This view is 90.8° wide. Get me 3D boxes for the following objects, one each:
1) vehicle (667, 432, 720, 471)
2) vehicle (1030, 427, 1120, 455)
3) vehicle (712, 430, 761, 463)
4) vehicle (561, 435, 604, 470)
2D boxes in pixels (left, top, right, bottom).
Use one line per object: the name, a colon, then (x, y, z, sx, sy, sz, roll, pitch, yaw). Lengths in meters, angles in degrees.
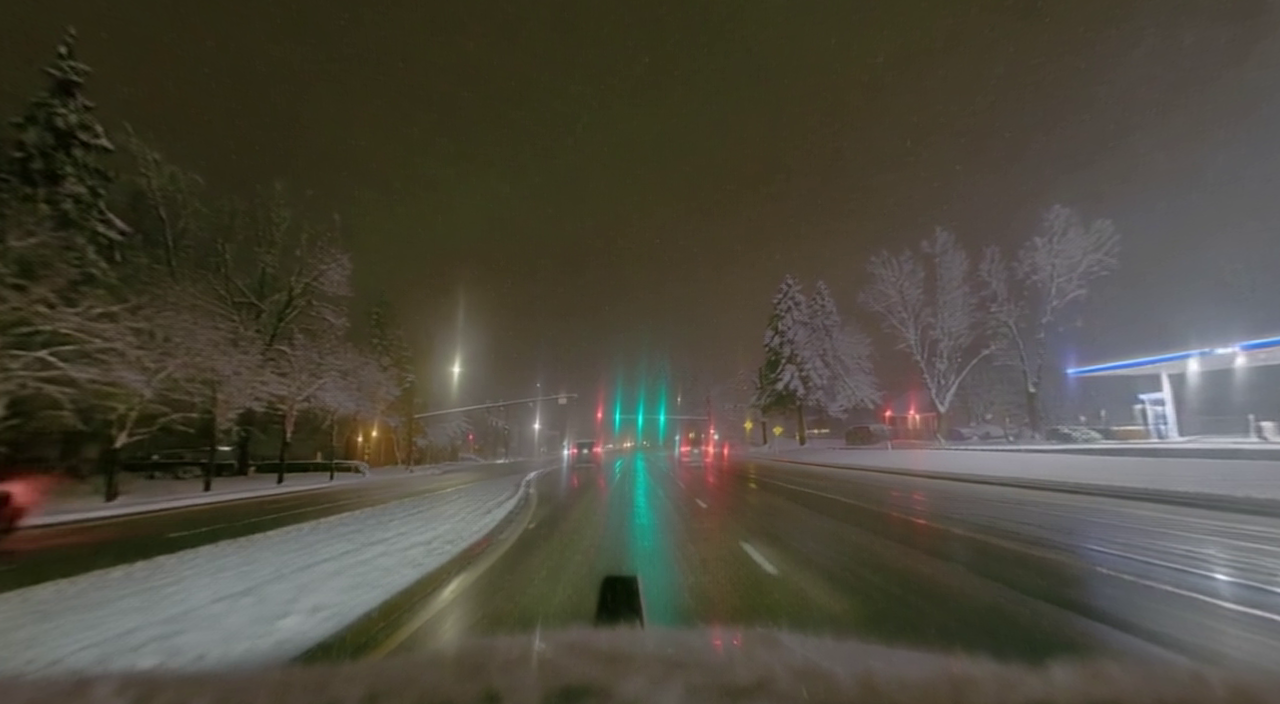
vehicle: (2.631, 5.016, 32.100, 2.140, 1.800, 4.660, 0, -8, -1)
vehicle: (24.241, 5.023, 35.418, 1.805, 1.460, 4.326, 0, -8, -2)
vehicle: (6.902, 6.851, 45.865, 2.510, 2.176, 5.527, 0, -8, -2)
vehicle: (-3.233, 5.748, 36.324, 2.261, 1.820, 4.255, 0, -8, -3)
